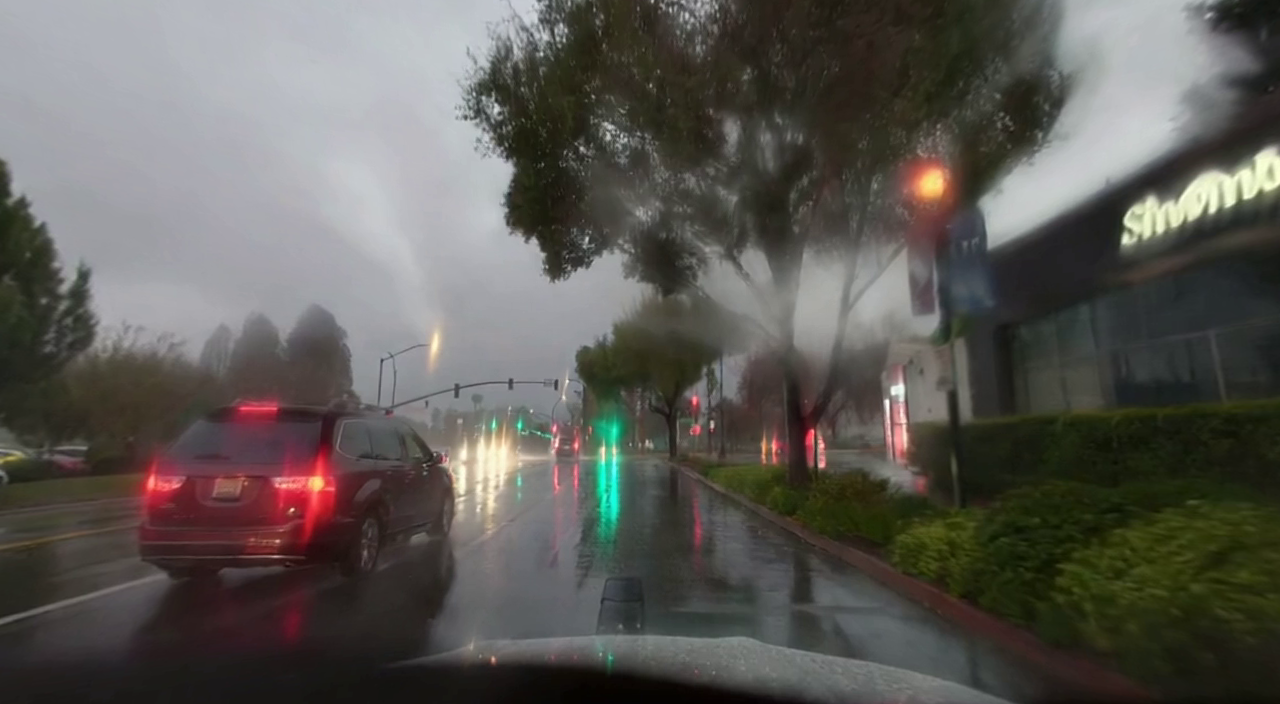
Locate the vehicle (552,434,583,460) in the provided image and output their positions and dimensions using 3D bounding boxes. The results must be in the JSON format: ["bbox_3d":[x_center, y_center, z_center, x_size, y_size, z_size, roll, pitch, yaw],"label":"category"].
[{"bbox_3d":[-5.308,7.000,46.426,2.134,1.799,5.082,1,-9,-6],"label":"vehicle"}]

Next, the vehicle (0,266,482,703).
[{"bbox_3d":[-3.346,1.023,5.301,2.509,1.885,5.831,0,-9,0],"label":"vehicle"}]
